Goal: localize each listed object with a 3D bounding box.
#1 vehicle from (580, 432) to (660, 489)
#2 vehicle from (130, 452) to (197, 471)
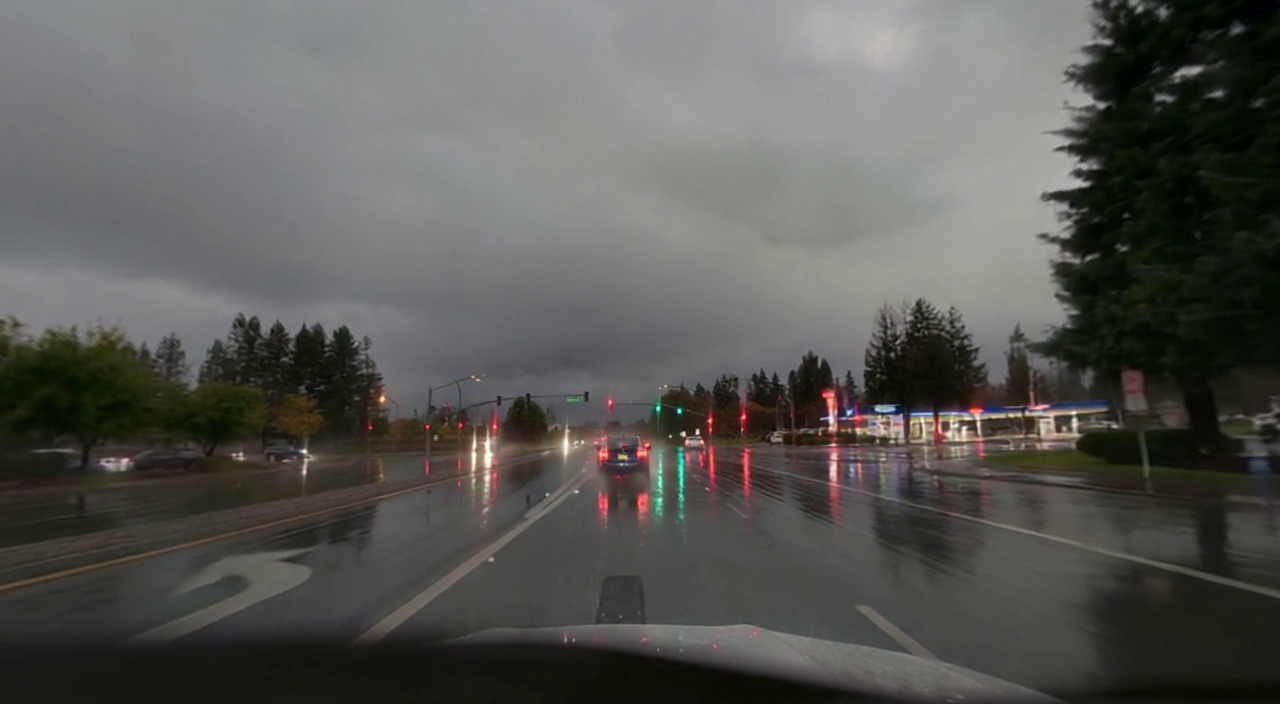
[{"bbox_3d":[-0.509,3.046,18.021,2.040,1.451,3.736,0,-8,0],"label":"vehicle"},{"bbox_3d":[-36.452,8.378,48.407,3.670,1.430,1.897,-1,-9,6],"label":"vehicle"}]
